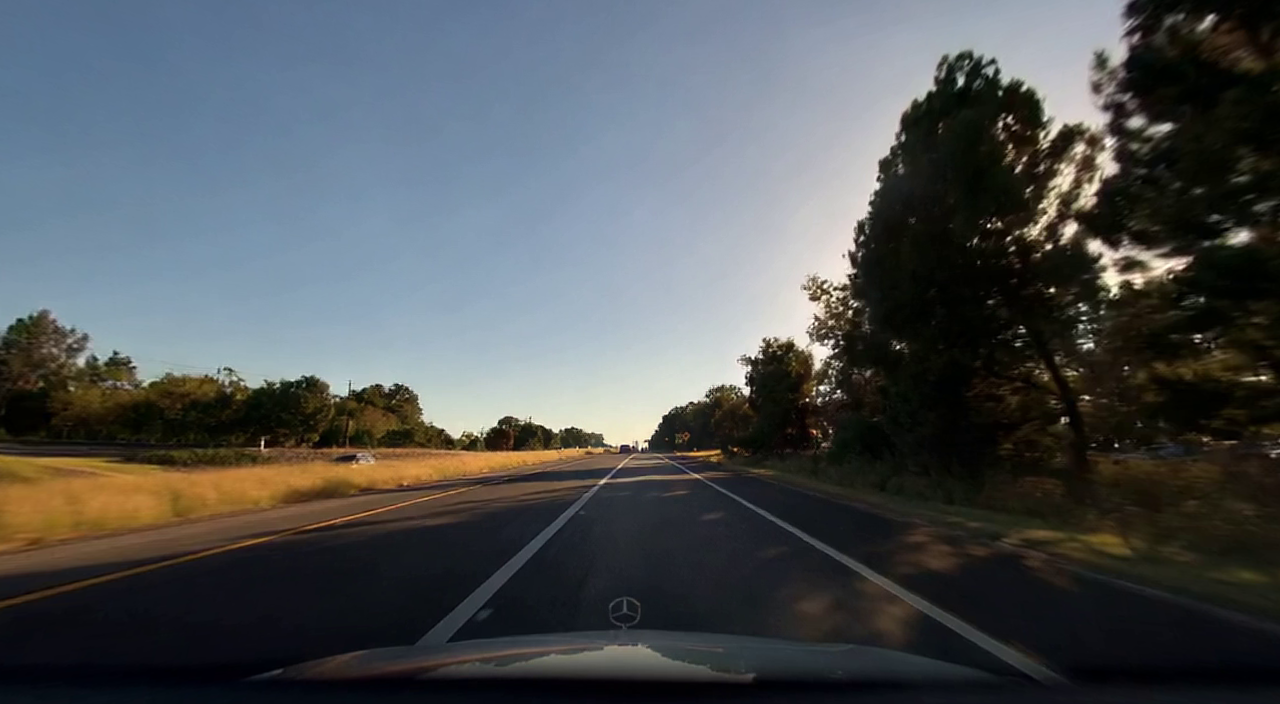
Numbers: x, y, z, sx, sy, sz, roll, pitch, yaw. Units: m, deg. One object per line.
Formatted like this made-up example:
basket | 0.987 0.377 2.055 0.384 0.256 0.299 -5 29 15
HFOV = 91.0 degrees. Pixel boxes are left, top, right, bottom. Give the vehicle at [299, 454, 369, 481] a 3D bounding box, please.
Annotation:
vehicle | -19.044 7.204 39.435 1.956 1.520 4.555 0 -9 1
